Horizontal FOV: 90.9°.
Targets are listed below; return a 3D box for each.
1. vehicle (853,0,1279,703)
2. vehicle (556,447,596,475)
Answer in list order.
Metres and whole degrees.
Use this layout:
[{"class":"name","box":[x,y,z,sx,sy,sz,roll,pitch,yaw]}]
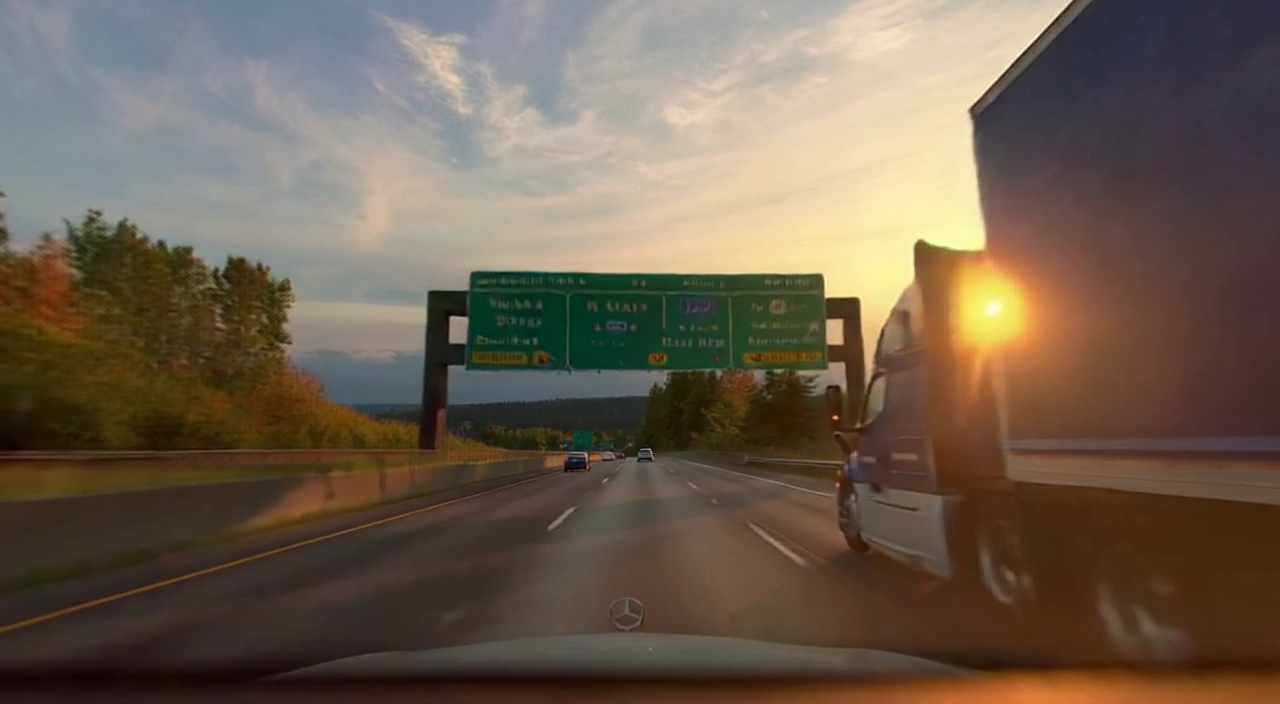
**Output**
[{"class":"vehicle","box":[4.229,-0.641,0.563,3.025,4.005,14.010,0,-9,-1]},{"class":"vehicle","box":[-3.709,6.383,37.039,1.918,1.510,4.006,0,-9,0]}]
